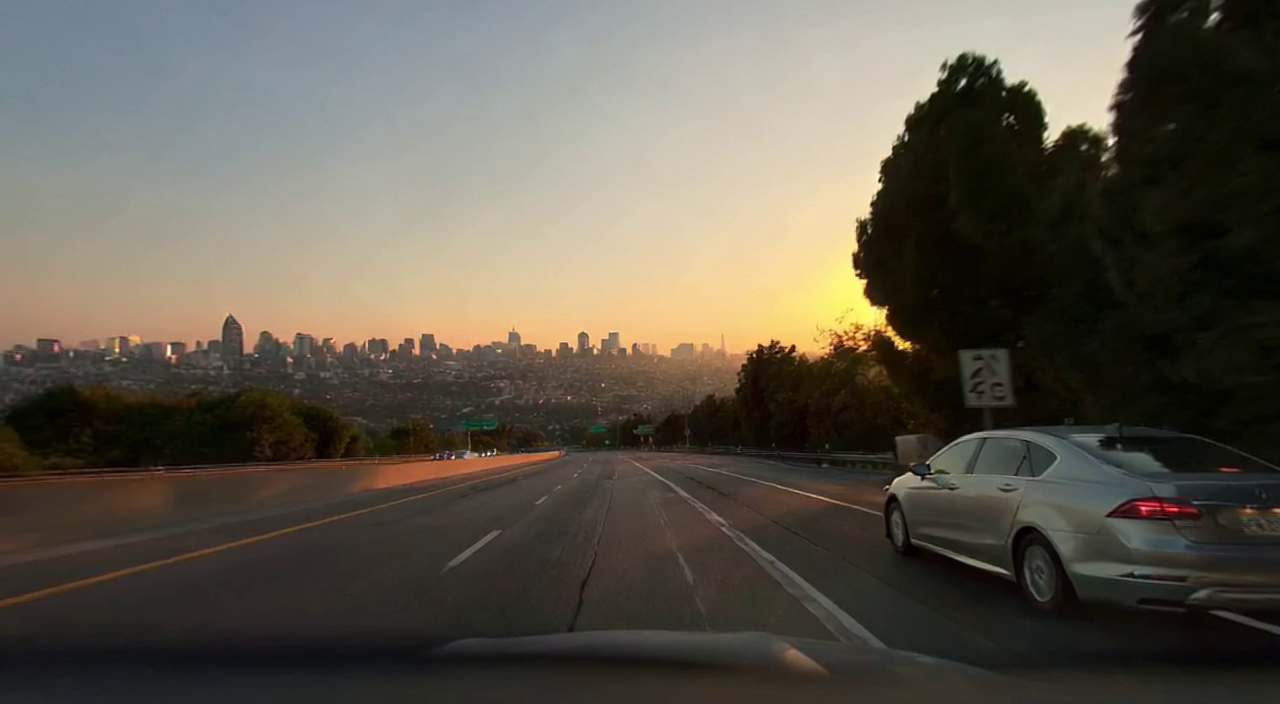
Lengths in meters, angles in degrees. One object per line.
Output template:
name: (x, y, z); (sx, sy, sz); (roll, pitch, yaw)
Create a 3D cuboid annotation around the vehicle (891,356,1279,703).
vehicle: (3.427, 0.975, 3.465); (2.104, 1.575, 4.698); (0, -9, -1)
